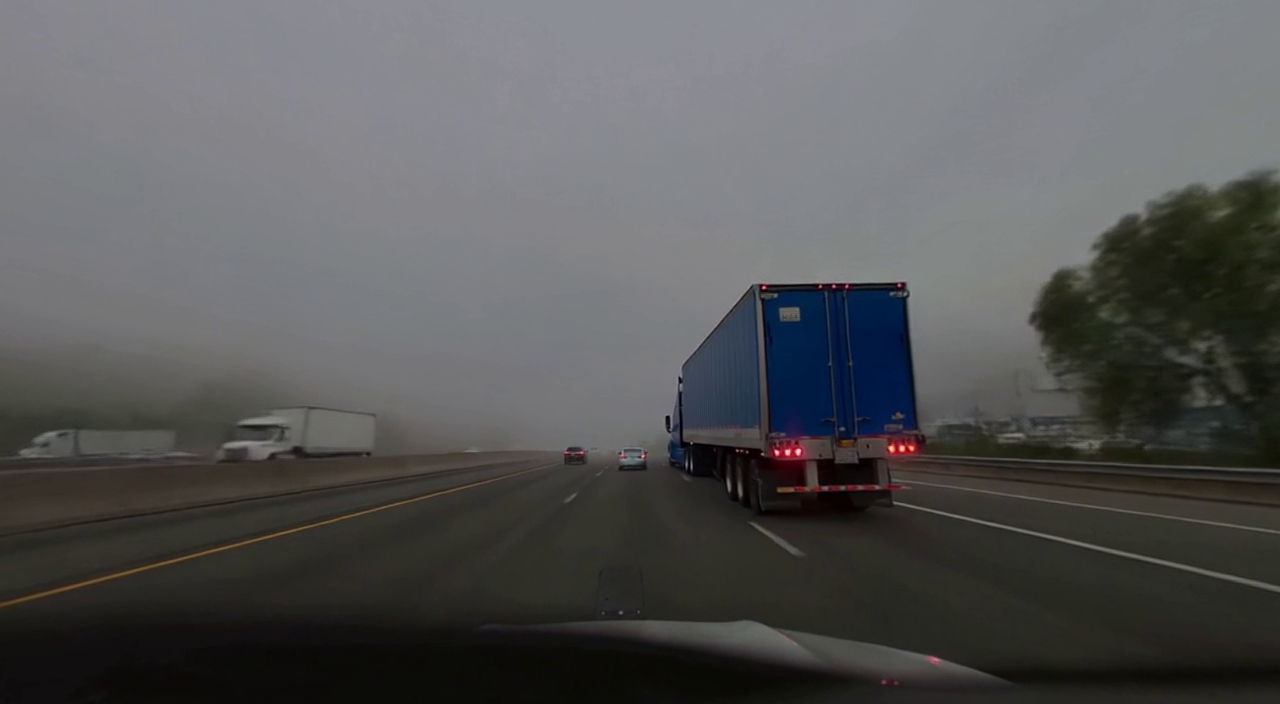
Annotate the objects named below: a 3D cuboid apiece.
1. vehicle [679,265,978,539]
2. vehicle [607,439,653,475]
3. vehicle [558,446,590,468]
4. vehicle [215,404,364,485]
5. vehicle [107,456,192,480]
[{"bbox_3d":[3.266,1.902,17.444,2.996,4.123,15.965,0,-9,-1],"label":"vehicle"},{"bbox_3d":[-0.501,5.351,32.302,2.191,1.685,4.015,0,-9,-1],"label":"vehicle"},{"bbox_3d":[-4.783,7.688,46.394,1.995,1.491,4.317,0,-9,-1],"label":"vehicle"},{"bbox_3d":[-16.905,4.605,31.318,2.825,3.463,7.924,0,-9,-1],"label":"vehicle"},{"bbox_3d":[-32.606,7.682,42.140,2.095,1.431,3.882,-2,-9,14],"label":"vehicle"}]
